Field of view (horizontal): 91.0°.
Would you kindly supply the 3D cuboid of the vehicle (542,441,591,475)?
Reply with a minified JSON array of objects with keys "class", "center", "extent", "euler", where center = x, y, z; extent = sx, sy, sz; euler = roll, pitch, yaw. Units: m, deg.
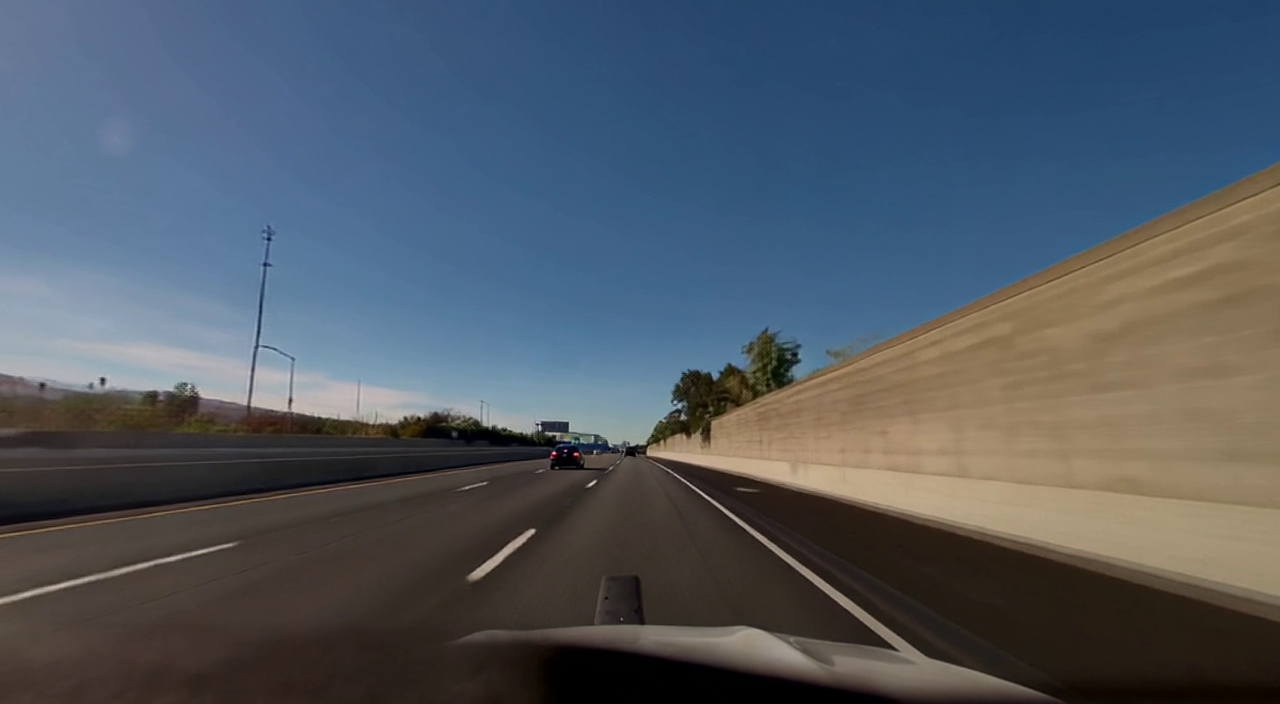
[{"class":"vehicle","center":[-3.952,5.823,34.749],"extent":[2.133,1.683,4.340],"euler":[1,-9,0]}]

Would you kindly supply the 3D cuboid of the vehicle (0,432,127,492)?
[{"class":"vehicle","center":[-17.664,3.119,18.121],"extent":[1.935,1.531,4.440],"euler":[1,-9,1]}]
